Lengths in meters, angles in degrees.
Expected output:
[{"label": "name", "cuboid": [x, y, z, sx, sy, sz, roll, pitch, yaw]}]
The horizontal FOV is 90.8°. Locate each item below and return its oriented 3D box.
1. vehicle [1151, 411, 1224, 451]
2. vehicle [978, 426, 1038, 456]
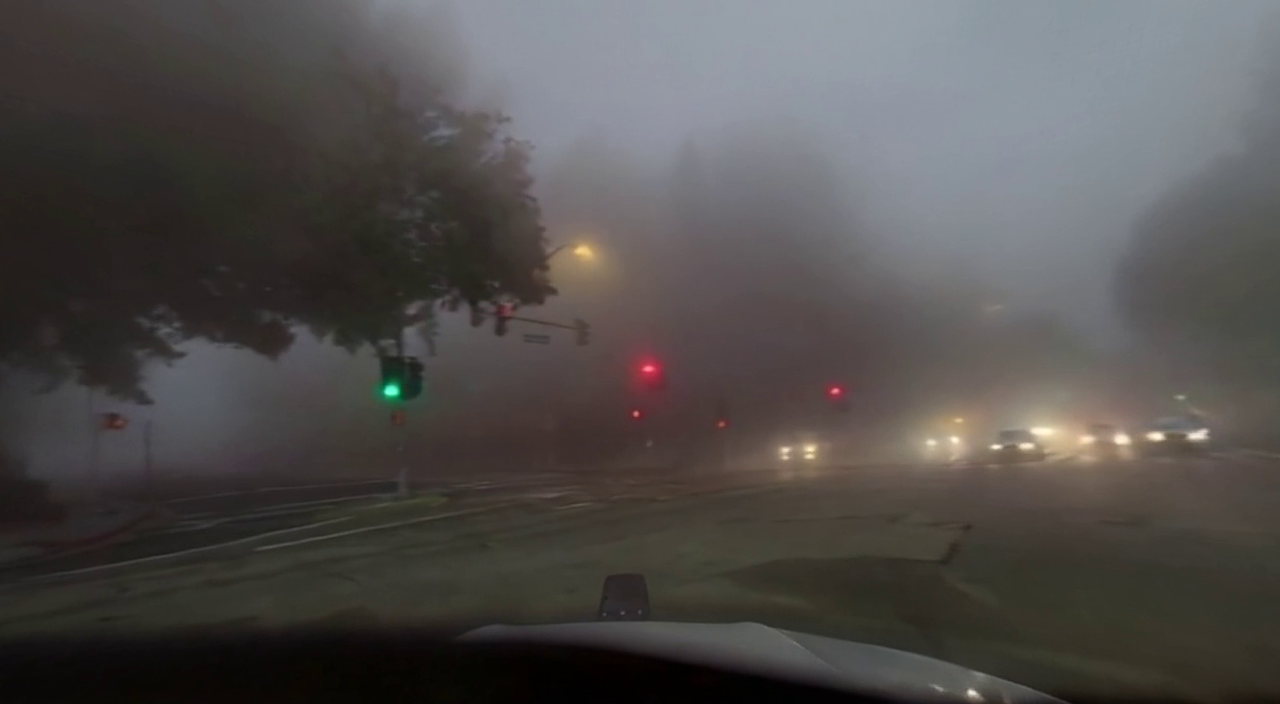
[{"label": "vehicle", "cuboid": [24.814, 3.641, 28.600, 4.025, 1.663, 2.034, 8, -12, -44]}, {"label": "vehicle", "cuboid": [20.009, 4.846, 34.272, 1.786, 1.499, 3.797, -9, -12, 44]}]
